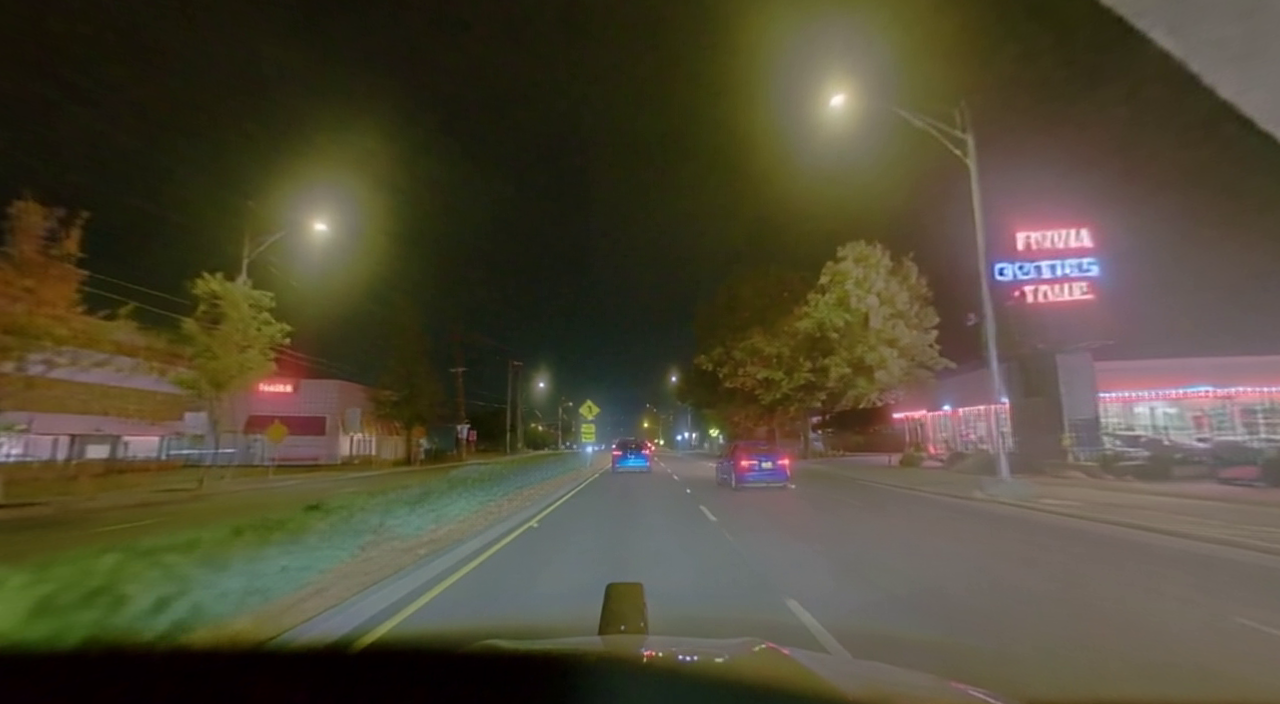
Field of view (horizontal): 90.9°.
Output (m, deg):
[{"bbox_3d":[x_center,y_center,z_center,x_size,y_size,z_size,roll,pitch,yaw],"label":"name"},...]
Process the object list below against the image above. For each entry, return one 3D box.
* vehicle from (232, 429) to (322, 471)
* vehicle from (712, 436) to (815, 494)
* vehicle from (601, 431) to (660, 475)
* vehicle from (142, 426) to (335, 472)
[{"bbox_3d":[-24.111,6.490,42.043,4.412,2.662,2.544,1,-9,-10],"label":"vehicle"},{"bbox_3d":[3.481,3.282,18.705,1.954,1.479,4.557,0,-8,-2],"label":"vehicle"},{"bbox_3d":[-0.388,4.541,28.625,2.441,1.813,4.581,0,-8,0],"label":"vehicle"},{"bbox_3d":[-28.112,6.817,44.744,11.007,2.864,3.115,0,-7,-11],"label":"vehicle"}]
